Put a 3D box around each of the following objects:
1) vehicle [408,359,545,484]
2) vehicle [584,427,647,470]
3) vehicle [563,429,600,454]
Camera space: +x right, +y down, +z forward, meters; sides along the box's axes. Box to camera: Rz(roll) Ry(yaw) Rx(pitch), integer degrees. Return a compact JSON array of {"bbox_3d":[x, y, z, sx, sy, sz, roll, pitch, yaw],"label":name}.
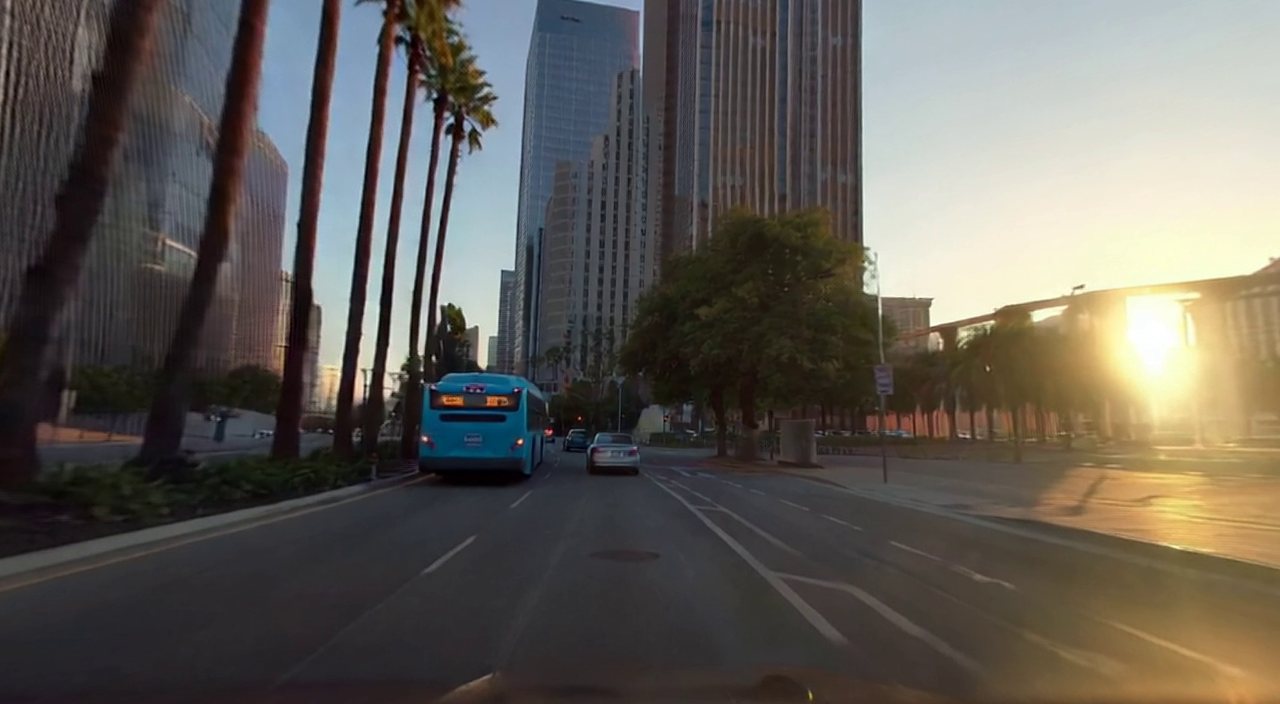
[{"bbox_3d":[-4.676,2.287,19.935,2.678,3.042,8.474,2,-8,-5],"label":"vehicle"},{"bbox_3d":[-1.076,3.788,24.992,2.107,1.481,4.097,3,-8,-7],"label":"vehicle"},{"bbox_3d":[-3.831,5.818,40.975,1.993,1.452,3.873,3,-8,-10],"label":"vehicle"}]
